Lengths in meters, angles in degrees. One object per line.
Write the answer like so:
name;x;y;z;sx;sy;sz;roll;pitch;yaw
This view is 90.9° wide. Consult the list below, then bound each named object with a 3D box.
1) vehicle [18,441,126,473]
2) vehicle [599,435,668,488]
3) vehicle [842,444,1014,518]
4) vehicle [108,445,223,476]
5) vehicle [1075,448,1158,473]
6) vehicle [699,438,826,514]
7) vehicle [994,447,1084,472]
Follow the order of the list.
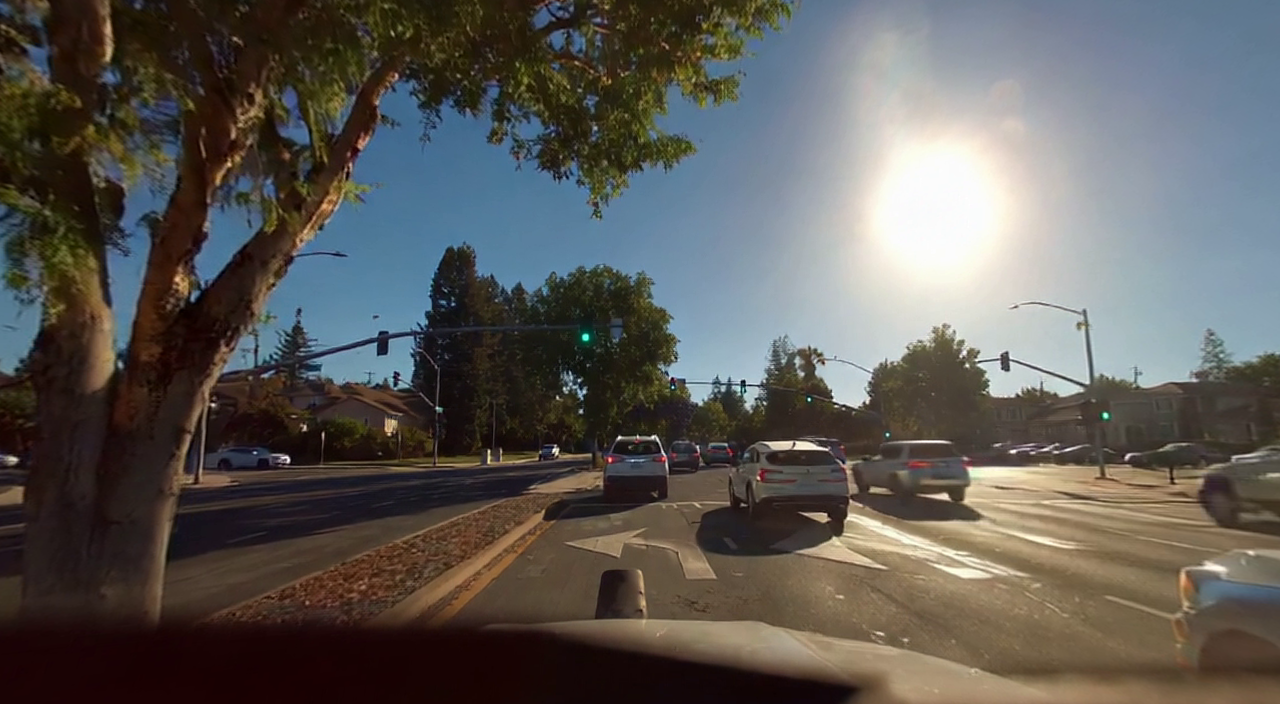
vehicle;-36.832;6.810;40.968;4.771;1.778;2.032;3;-8;-3
vehicle;-0.345;3.920;22.889;2.099;1.705;4.020;1;-8;-6
vehicle;6.402;2.866;14.684;1.900;1.440;4.466;0;-8;0
vehicle;-26.328;6.013;35.107;4.724;1.630;1.968;0;-8;-2
vehicle;33.146;7.549;43.921;4.215;1.618;1.949;0;-8;-2
vehicle;2.635;2.792;14.740;2.009;1.480;4.423;0;-8;-1
vehicle;29.719;8.029;47.065;5.366;1.653;2.044;1;-9;-1
